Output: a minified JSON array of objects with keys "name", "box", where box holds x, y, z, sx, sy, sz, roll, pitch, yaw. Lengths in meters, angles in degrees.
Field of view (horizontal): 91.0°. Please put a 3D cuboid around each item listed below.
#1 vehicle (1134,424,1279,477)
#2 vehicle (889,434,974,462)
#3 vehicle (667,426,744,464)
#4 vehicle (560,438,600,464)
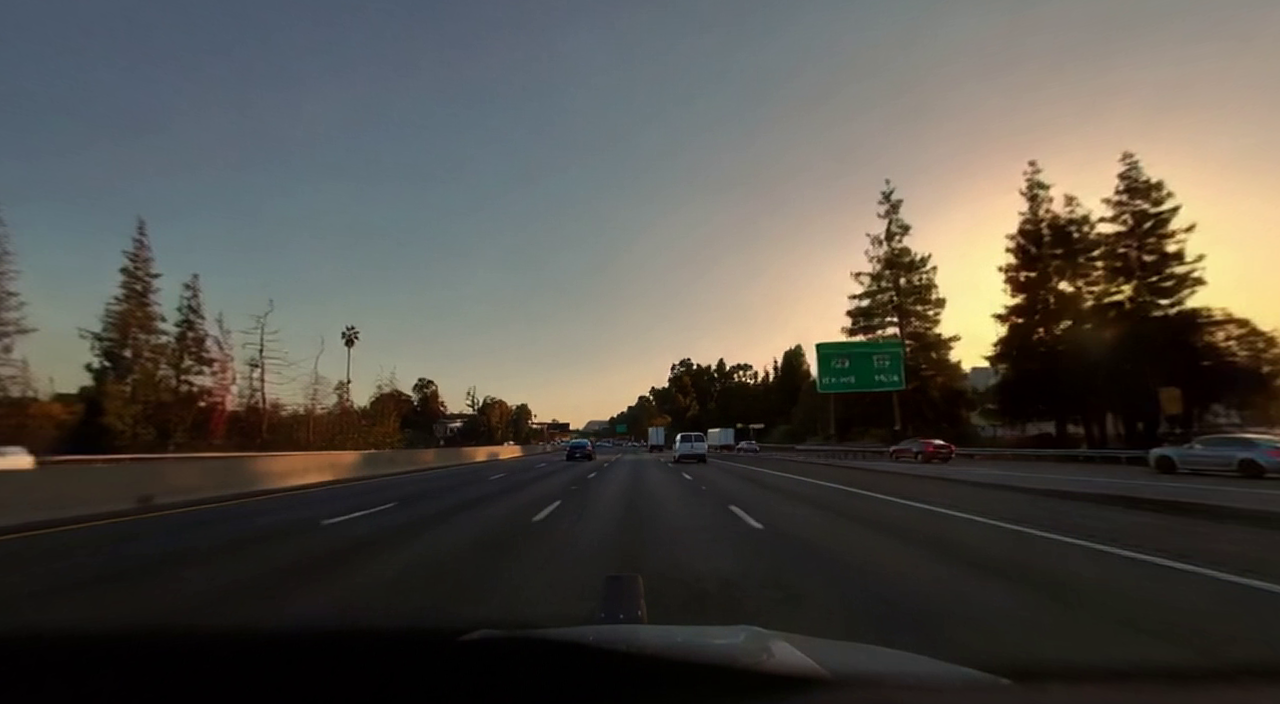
[{"name":"vehicle","box":[23.128,3.901,24.970,2.139,1.881,5.005,3,-9,-20]},{"name":"vehicle","box":[20.735,6.876,45.093,2.261,1.824,5.678,2,-9,-17]},{"name":"vehicle","box":[3.823,6.051,40.857,3.042,2.004,14.051,0,-8,-2]},{"name":"vehicle","box":[-3.663,6.100,39.004,2.066,1.500,4.415,0,-8,0]}]
